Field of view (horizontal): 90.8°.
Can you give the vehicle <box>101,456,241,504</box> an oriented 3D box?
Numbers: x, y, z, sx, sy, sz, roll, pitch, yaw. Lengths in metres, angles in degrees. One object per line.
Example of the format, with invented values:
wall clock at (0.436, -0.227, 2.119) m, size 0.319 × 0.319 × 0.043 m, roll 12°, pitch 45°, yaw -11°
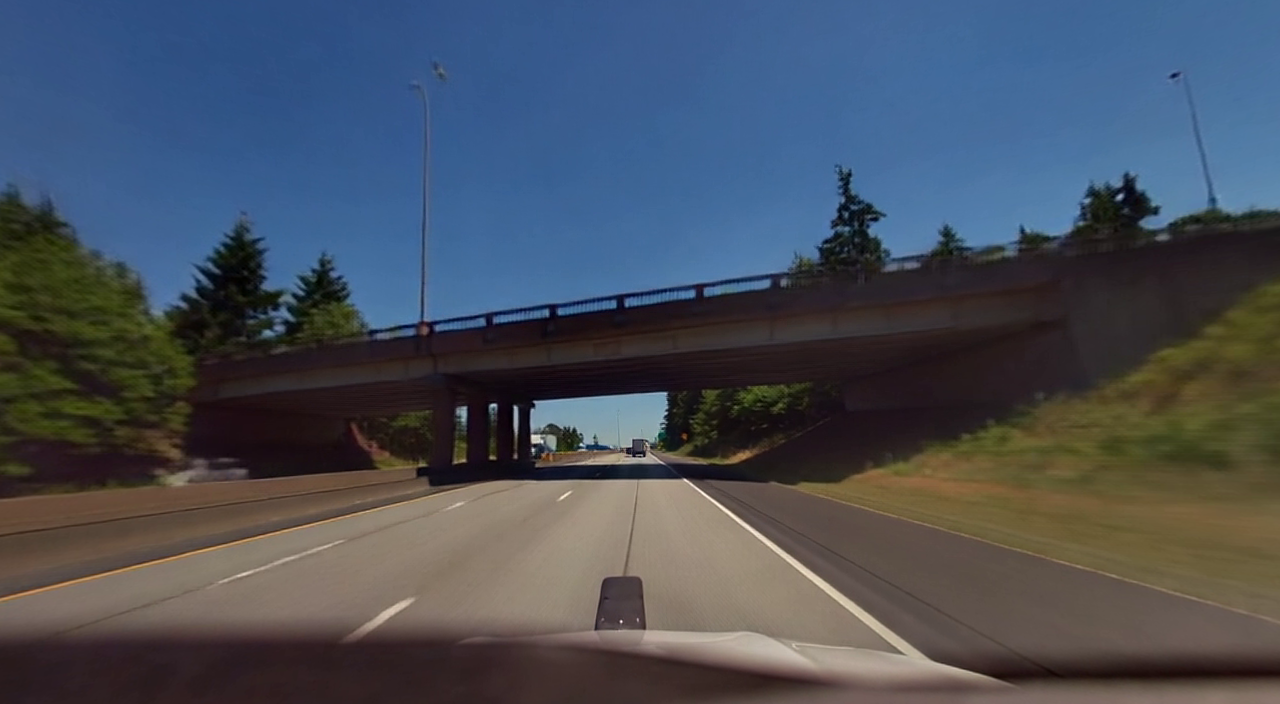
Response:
vehicle at (-16.793, 4.571, 22.899) m, size 1.833 × 1.476 × 4.198 m, roll 0°, pitch -9°, yaw 0°
